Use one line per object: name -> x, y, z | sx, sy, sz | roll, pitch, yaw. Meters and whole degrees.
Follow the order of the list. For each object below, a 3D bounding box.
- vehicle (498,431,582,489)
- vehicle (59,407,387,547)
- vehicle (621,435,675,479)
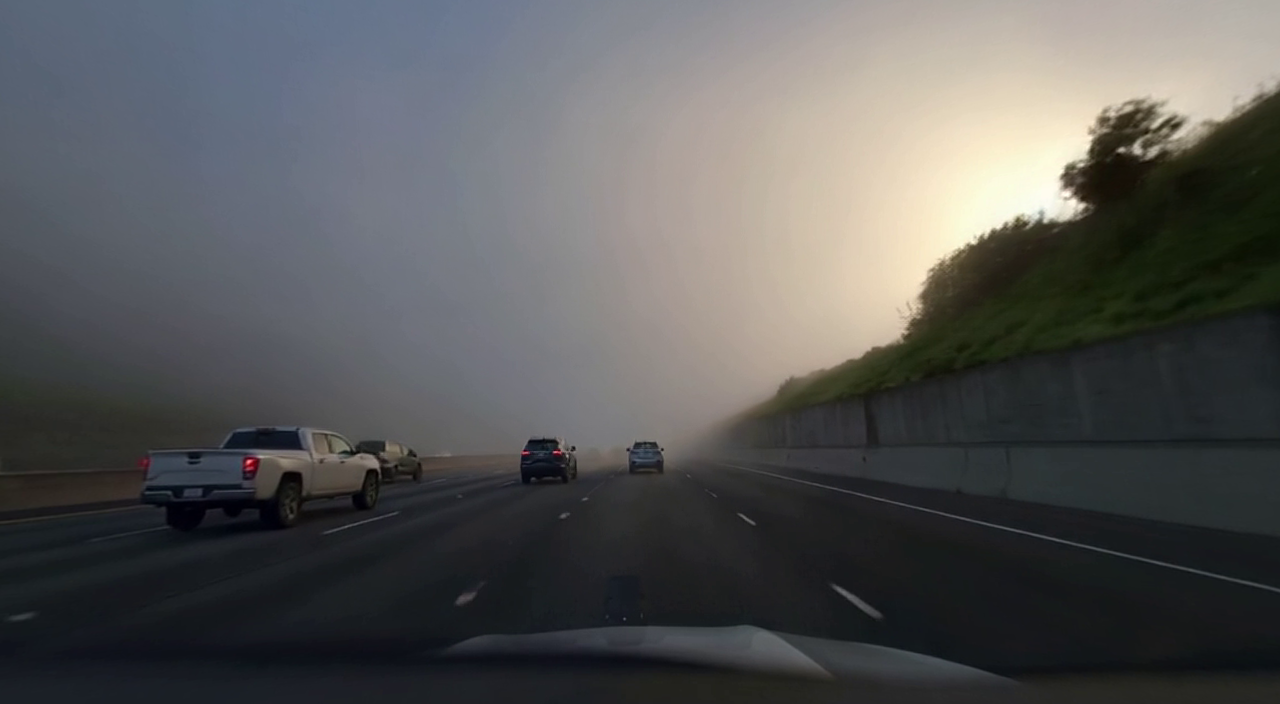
vehicle -> -3.346, 3.734, 22.128 | 2.093, 1.820, 4.506 | 0, -9, 1
vehicle -> -6.663, 2.068, 11.133 | 2.108, 1.856, 5.214 | 0, -9, 1
vehicle -> 0.332, 4.674, 28.414 | 2.233, 1.804, 4.273 | 0, -9, 0
